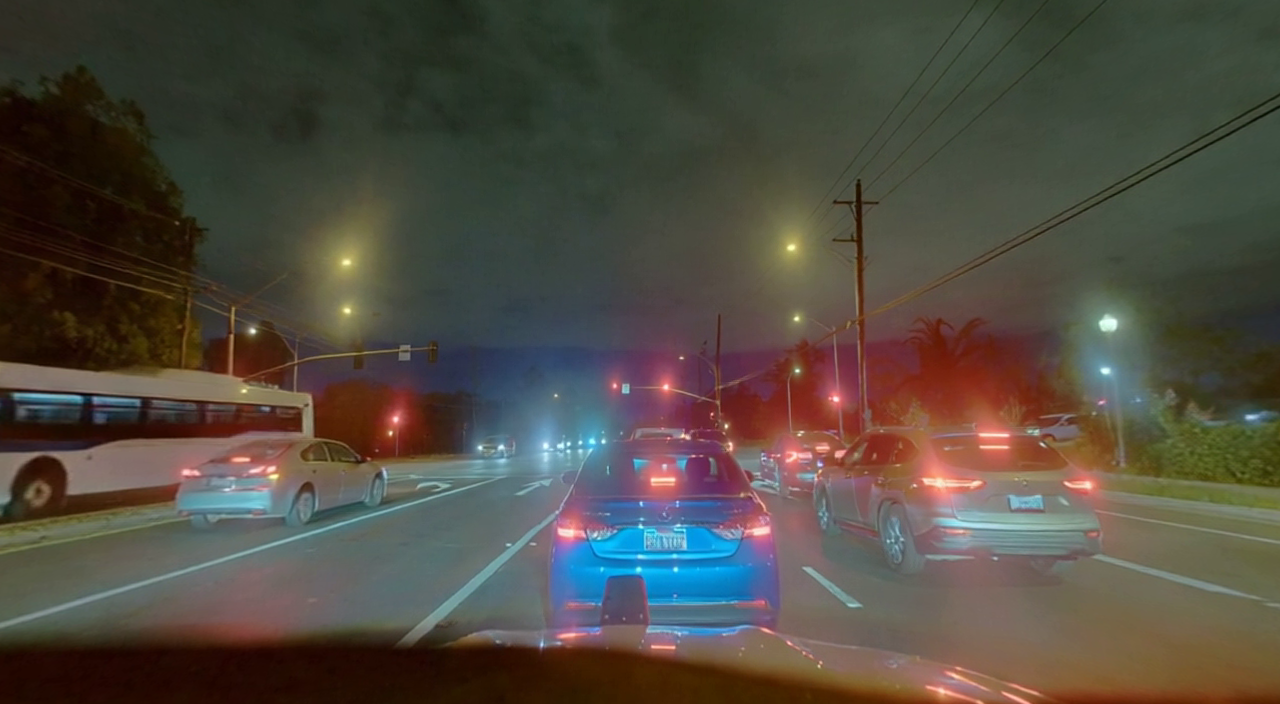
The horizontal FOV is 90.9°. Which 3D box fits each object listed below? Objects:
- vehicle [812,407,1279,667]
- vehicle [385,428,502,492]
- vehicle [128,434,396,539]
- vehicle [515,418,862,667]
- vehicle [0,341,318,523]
[{"bbox_3d":[3.142,1.401,5.885,1.870,1.523,4.096,0,-8,0],"label":"vehicle"},{"bbox_3d":[-6.259,3.496,20.900,2.070,1.824,5.196,-1,-8,2],"label":"vehicle"},{"bbox_3d":[-6.399,2.290,11.514,1.955,1.497,4.639,-1,-8,1],"label":"vehicle"},{"bbox_3d":[0.283,1.451,5.897,2.109,1.483,3.964,0,-8,0],"label":"vehicle"},{"bbox_3d":[-13.680,2.283,17.195,3.005,3.443,12.583,-1,-8,1],"label":"vehicle"}]
